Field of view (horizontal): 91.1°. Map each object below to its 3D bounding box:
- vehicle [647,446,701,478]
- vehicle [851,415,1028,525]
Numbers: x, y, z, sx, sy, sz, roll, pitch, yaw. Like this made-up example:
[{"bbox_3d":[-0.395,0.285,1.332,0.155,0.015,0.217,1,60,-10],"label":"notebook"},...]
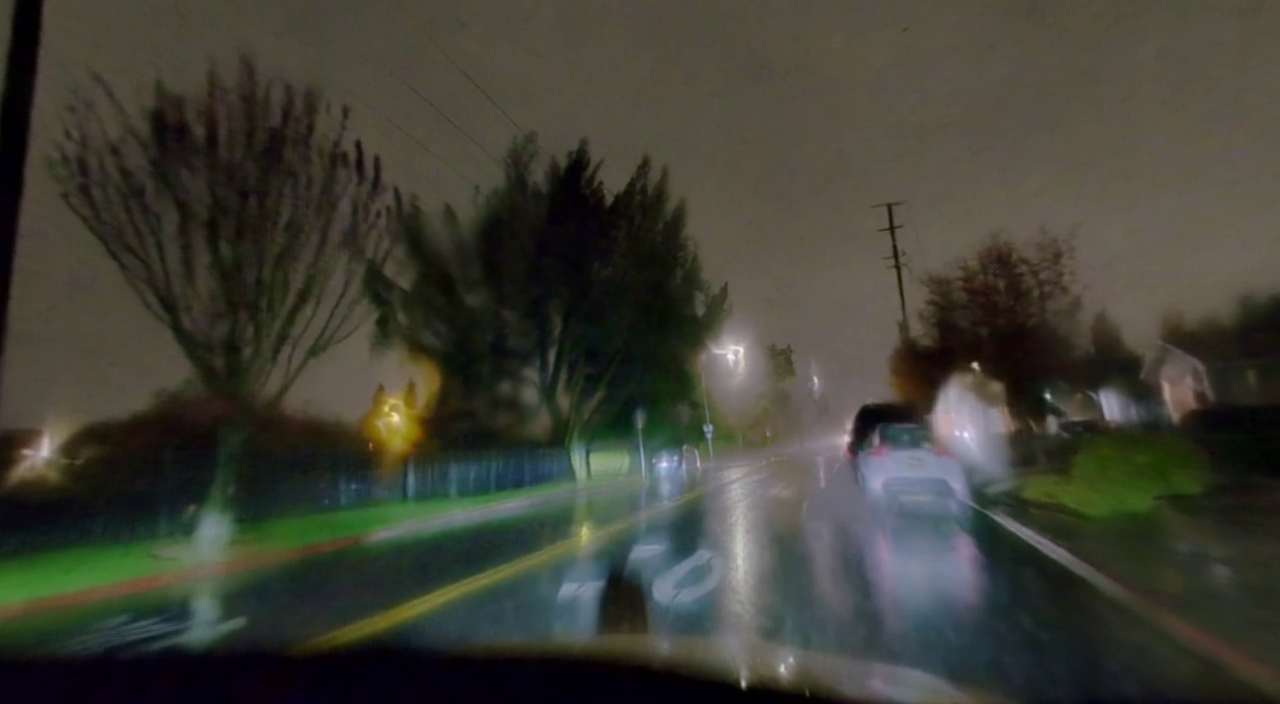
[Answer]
[{"bbox_3d":[2.031,6.231,35.754,2.033,1.456,4.370,-8,-9,14],"label":"vehicle"},{"bbox_3d":[5.370,2.122,11.969,2.242,1.661,4.273,-3,-8,15],"label":"vehicle"}]
